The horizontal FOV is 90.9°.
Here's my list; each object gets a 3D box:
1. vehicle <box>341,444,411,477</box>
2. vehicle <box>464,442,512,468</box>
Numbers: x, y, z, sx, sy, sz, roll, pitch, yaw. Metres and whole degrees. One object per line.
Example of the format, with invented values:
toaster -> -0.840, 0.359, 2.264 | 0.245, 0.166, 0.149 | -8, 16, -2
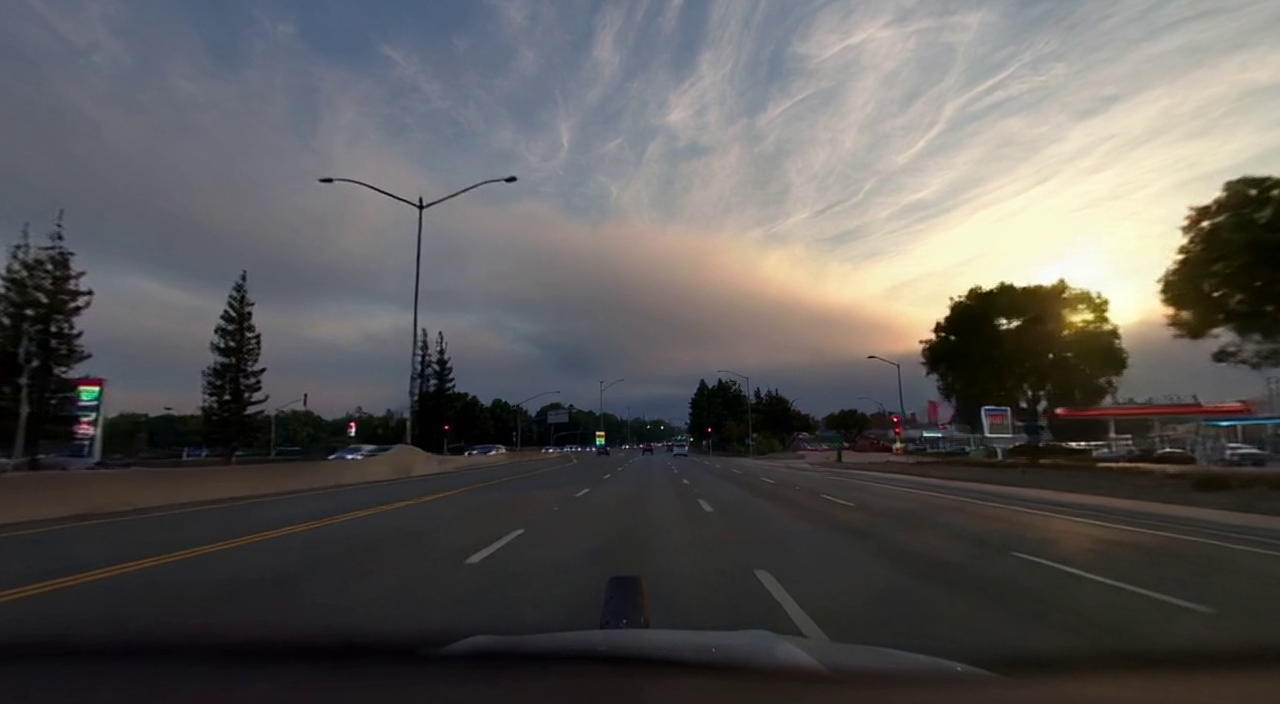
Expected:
vehicle -> -12.962, 5.326, 31.198 | 1.722, 1.510, 3.779 | 0, -8, 2
vehicle -> -9.978, 6.774, 41.710 | 2.059, 1.621, 4.269 | 0, -8, 1
